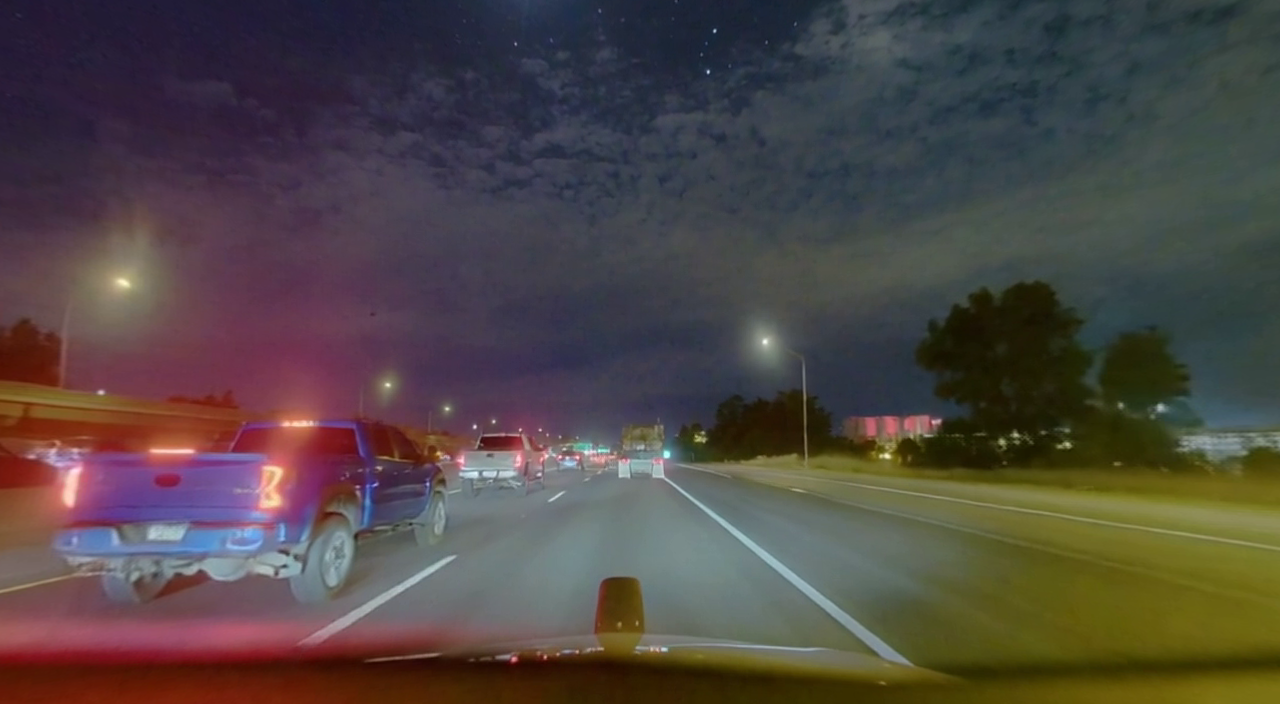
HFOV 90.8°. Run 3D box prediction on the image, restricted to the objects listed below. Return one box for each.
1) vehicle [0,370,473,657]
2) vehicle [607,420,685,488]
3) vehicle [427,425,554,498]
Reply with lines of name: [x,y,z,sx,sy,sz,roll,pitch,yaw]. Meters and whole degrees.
vehicle: [-3.632,1.421,6.673,2.303,1.835,5.044,-1,-9,1]
vehicle: [0.066,4.373,27.365,2.886,2.471,7.692,0,-9,-2]
vehicle: [-4.436,3.402,20.002,2.575,1.958,5.730,-1,-9,1]
